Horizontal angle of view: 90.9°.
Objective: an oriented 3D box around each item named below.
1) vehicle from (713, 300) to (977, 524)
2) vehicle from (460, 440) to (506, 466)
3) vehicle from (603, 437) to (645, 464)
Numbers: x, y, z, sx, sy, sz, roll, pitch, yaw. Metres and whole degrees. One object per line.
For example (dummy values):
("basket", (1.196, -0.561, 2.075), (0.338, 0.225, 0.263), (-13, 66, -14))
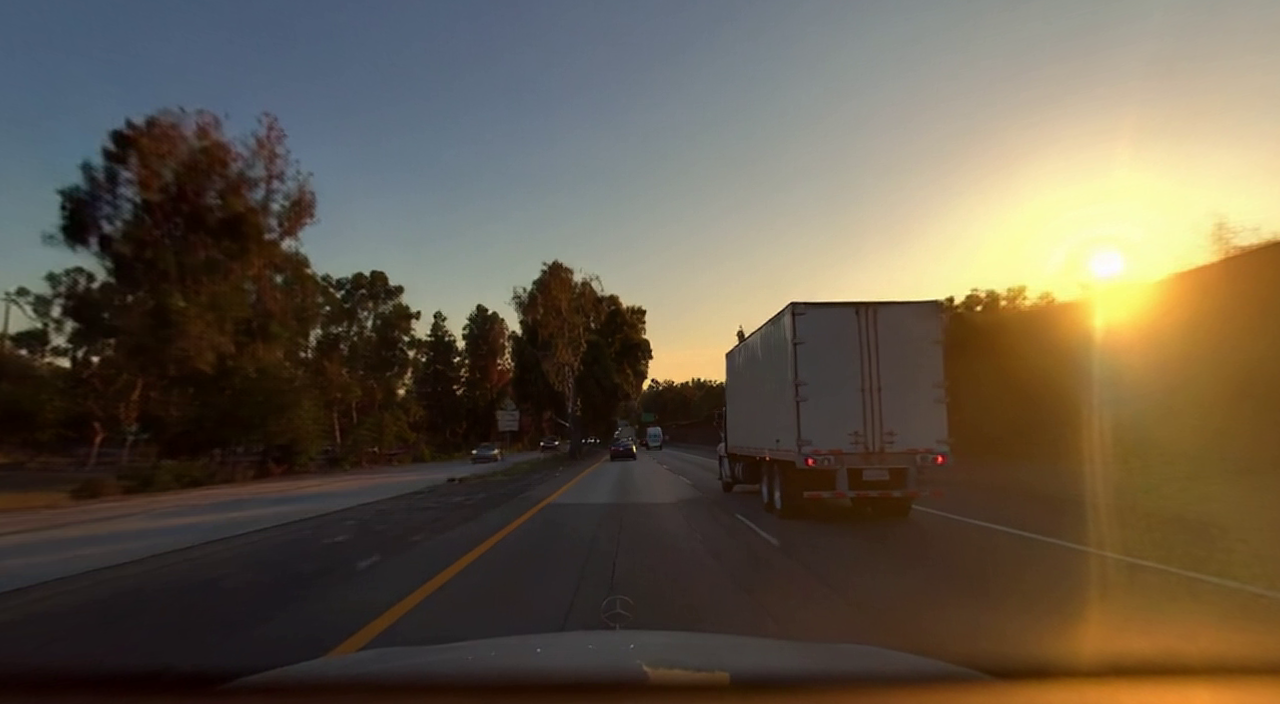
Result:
("vehicle", (3.686, 1.447, 14.075), (2.921, 3.526, 8.207), (0, -8, -1))
("vehicle", (-10.270, 6.620, 41.524), (1.963, 1.573, 3.985), (0, -8, 0))
("vehicle", (-0.917, 5.639, 36.346), (2.259, 1.466, 3.693), (0, -7, -1))
